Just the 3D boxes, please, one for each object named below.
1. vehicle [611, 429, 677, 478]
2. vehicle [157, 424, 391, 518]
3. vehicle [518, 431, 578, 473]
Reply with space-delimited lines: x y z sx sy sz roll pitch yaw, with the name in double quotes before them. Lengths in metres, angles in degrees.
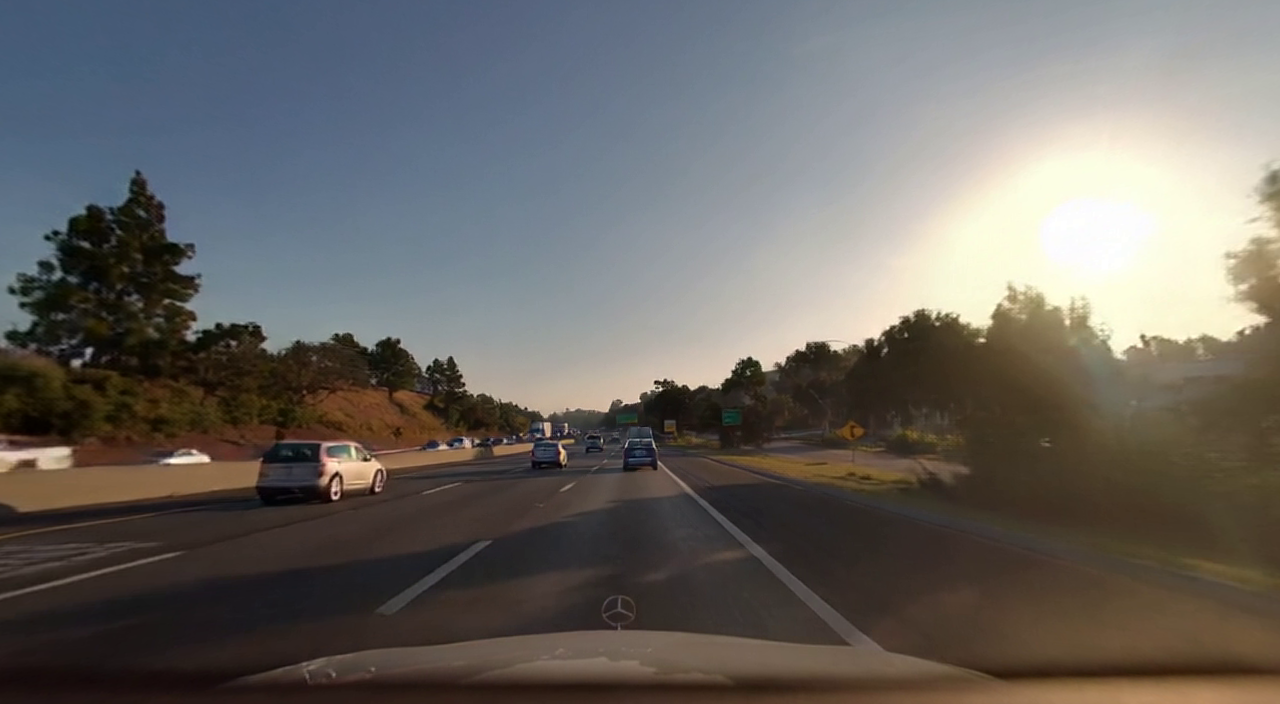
"vehicle" 0.113 4.014 25.184 2.378 1.750 4.355 0 -8 -1
"vehicle" -7.433 2.459 13.601 2.195 1.652 4.733 0 -8 0
"vehicle" -4.075 4.513 28.665 2.044 1.717 4.421 0 -8 0
